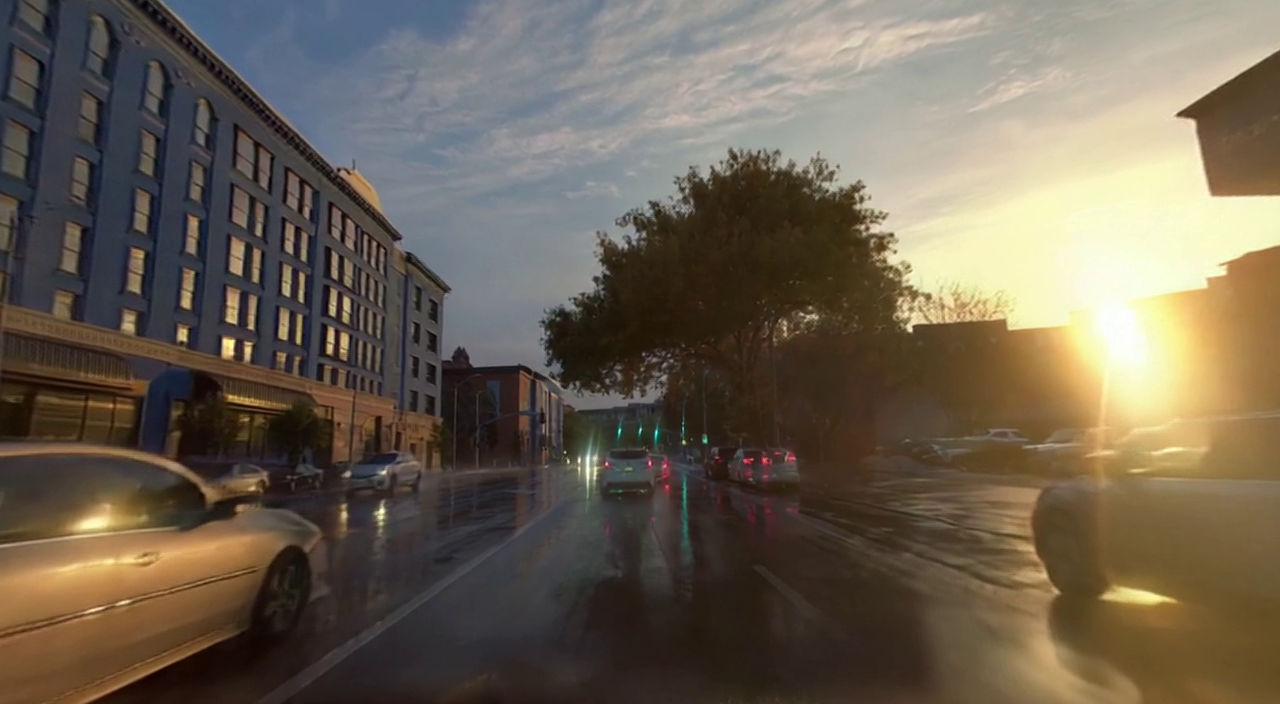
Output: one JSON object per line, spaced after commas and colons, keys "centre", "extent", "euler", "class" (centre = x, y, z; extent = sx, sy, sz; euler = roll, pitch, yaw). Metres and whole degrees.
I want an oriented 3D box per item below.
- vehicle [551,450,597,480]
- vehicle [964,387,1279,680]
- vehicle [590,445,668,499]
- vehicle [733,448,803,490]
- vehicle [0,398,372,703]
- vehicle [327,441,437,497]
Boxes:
{"centre": [-3.575, 6.209, 34.915], "extent": [1.972, 1.560, 4.066], "euler": [0, -9, 2], "class": "vehicle"}
{"centre": [4.855, 1.232, 4.704], "extent": [2.123, 1.736, 4.795], "euler": [1, -9, -3], "class": "vehicle"}
{"centre": [-0.330, 3.761, 20.193], "extent": [2.230, 1.518, 4.113], "euler": [0, -9, -1], "class": "vehicle"}
{"centre": [4.967, 4.579, 25.043], "extent": [1.832, 1.491, 4.054], "euler": [1, -9, -2], "class": "vehicle"}
{"centre": [-3.437, 1.082, 3.277], "extent": [1.934, 1.548, 4.635], "euler": [0, -9, 1], "class": "vehicle"}
{"centre": [-9.625, 4.367, 24.012], "extent": [2.152, 1.890, 4.804], "euler": [0, -9, 0], "class": "vehicle"}
